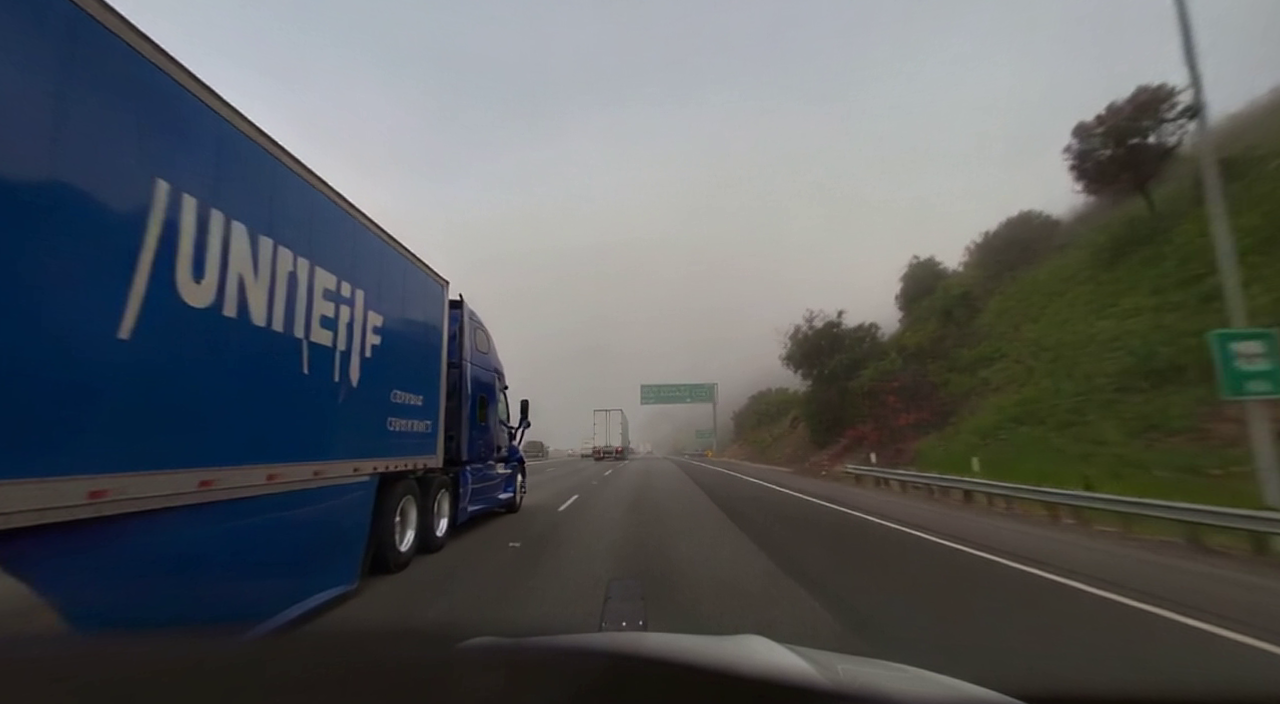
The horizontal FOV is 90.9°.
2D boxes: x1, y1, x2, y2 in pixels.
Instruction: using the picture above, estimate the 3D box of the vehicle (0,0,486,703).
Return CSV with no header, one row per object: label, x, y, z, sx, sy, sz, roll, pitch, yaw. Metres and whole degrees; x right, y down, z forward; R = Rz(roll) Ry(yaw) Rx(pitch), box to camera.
vehicle,-3.451,-0.369,1.021,2.963,4.128,13.357,0,-8,0
